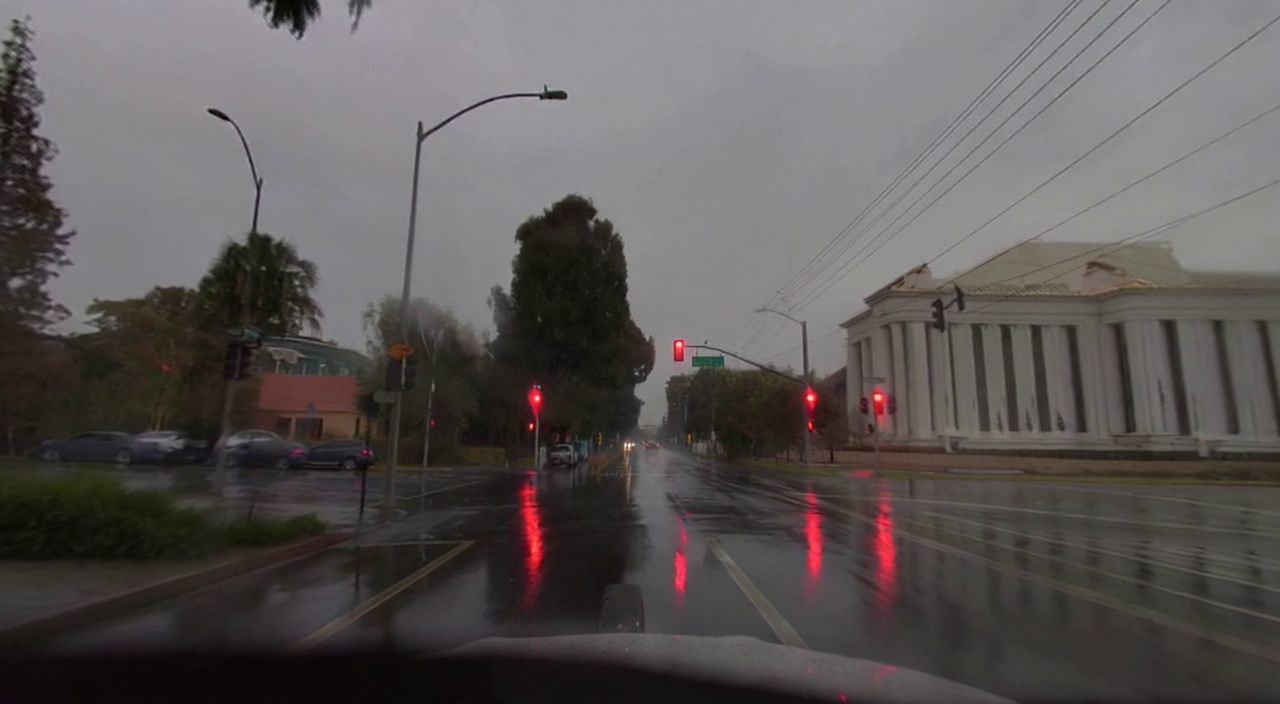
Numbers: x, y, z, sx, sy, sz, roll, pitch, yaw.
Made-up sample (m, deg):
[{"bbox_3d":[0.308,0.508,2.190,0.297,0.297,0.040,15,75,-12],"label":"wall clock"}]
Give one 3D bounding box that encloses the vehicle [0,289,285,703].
[{"bbox_3d":[-3.285,0.495,0.421,2.271,1.885,6.346,0,-9,2],"label":"vehicle"}]
